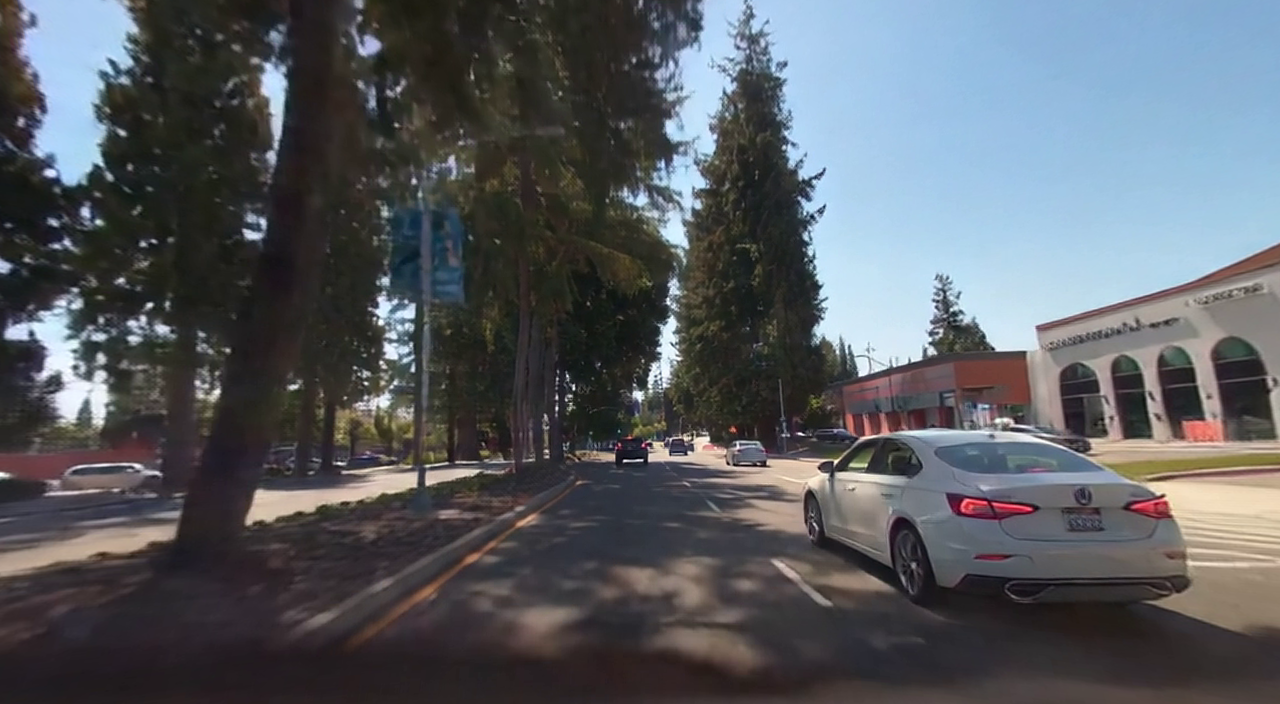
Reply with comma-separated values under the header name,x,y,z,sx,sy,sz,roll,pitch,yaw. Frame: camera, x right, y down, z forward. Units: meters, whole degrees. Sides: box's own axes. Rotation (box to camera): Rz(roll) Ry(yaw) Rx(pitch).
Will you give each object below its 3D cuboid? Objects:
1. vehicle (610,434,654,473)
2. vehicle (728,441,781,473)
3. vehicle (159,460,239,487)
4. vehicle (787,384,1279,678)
name,x,y,z,sx,sy,sz,roll,pitch,yaw
vehicle,-0.406,5.168,32.321,2.106,1.798,4.168,0,-8,0
vehicle,5.549,5.144,31.098,1.883,1.452,4.258,0,-8,1
vehicle,-30.123,8.271,43.239,4.040,1.444,1.905,-4,-8,-1
vehicle,3.013,1.345,5.897,2.153,1.658,4.485,0,-8,0
